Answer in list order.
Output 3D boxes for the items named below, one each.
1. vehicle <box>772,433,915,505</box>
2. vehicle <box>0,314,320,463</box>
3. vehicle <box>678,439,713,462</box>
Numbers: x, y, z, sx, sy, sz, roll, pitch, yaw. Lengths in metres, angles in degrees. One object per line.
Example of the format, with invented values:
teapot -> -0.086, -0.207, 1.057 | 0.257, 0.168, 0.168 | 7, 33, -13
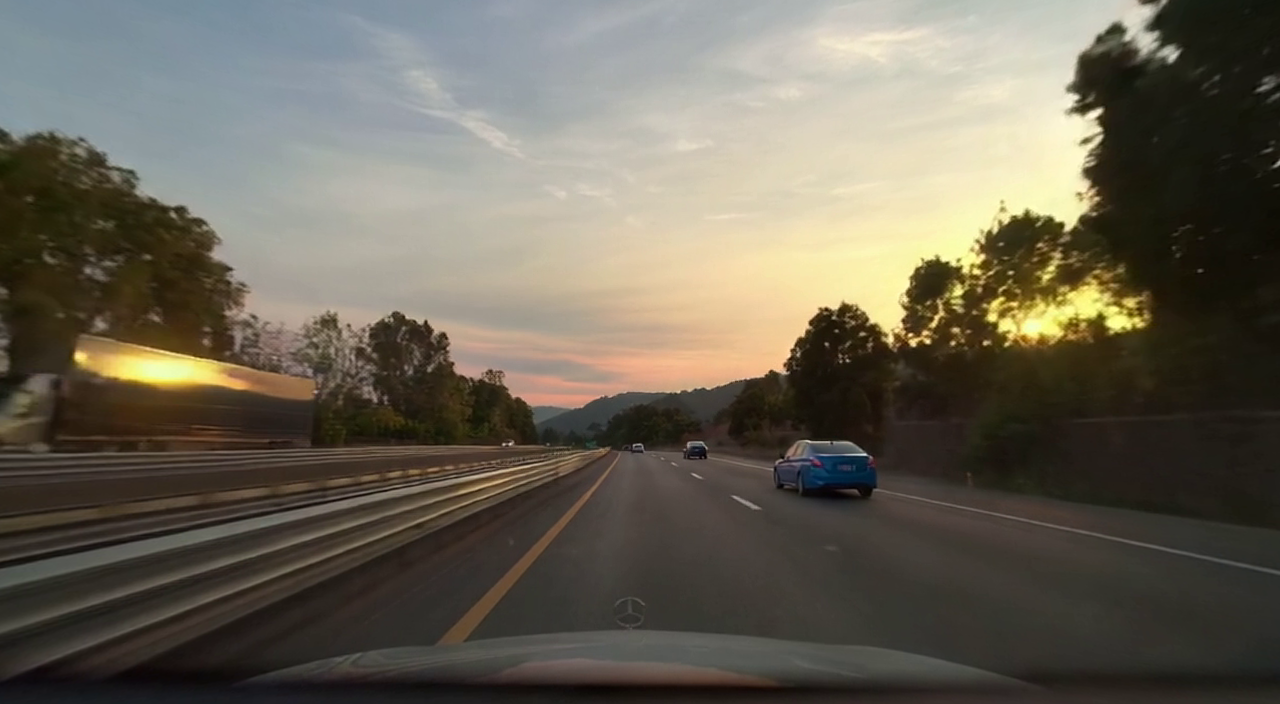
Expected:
vehicle -> 4.801, 2.809, 15.598 | 2.072, 1.528, 4.176 | 0, -8, -1
vehicle -> -18.501, 2.154, 25.042 | 3.095, 3.950, 17.038 | 0, -8, -2
vehicle -> 3.783, 6.758, 43.272 | 1.945, 1.538, 3.729 | 0, -8, -2
